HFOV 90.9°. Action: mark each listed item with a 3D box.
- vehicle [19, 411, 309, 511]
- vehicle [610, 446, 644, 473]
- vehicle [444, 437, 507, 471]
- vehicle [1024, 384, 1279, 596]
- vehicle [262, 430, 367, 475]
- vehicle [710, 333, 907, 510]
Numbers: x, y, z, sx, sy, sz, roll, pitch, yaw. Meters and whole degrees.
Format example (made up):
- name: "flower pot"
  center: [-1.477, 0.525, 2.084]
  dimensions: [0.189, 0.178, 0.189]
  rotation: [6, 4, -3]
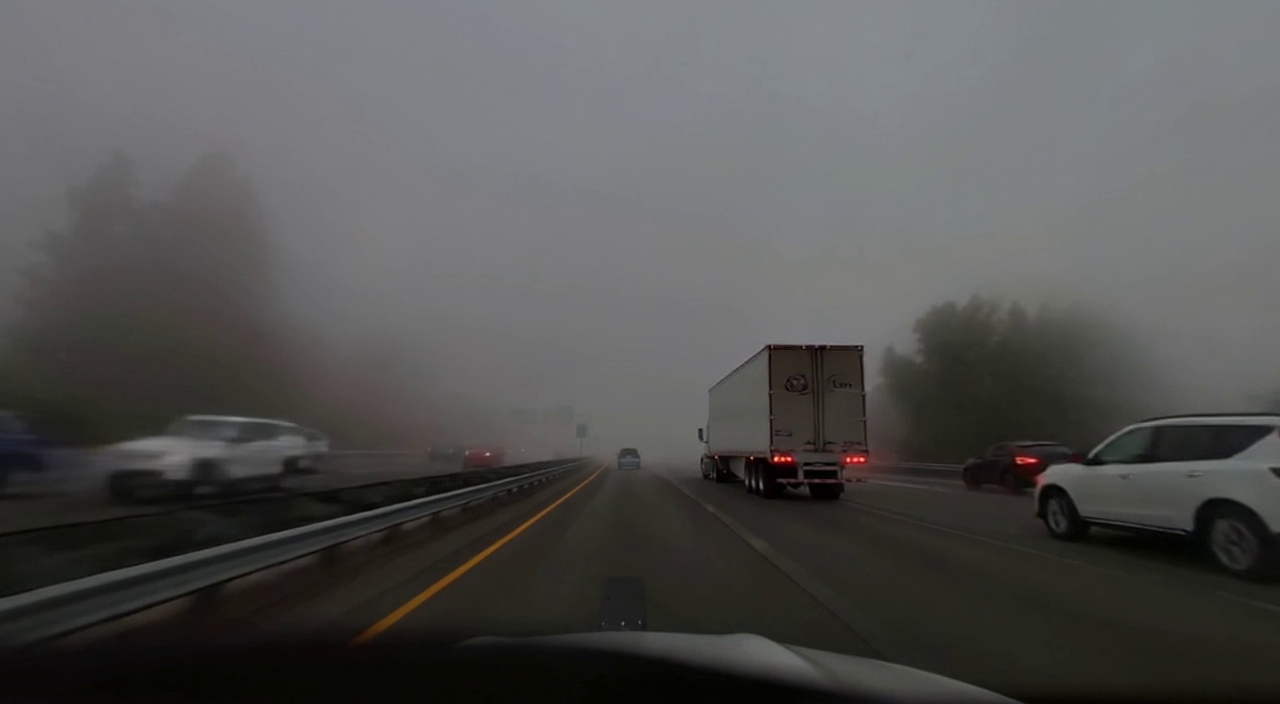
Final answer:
- name: "vehicle"
  center: [-8.412, 2.001, 11.848]
  dimensions: [1.952, 1.500, 4.487]
  rotation: [0, -9, 0]
- name: "vehicle"
  center: [-0.827, 6.900, 40.509]
  dimensions: [2.111, 1.599, 3.859]
  rotation: [0, -9, -1]
- name: "vehicle"
  center: [-8.085, 5.072, 31.442]
  dimensions: [1.839, 1.512, 4.771]
  rotation: [0, -9, 1]
- name: "vehicle"
  center: [6.808, 1.417, 6.795]
  dimensions: [2.128, 1.872, 5.043]
  rotation: [0, -9, 0]
- name: "vehicle"
  center: [-11.666, 3.636, 22.851]
  dimensions: [1.858, 1.489, 3.611]
  rotation: [0, -9, 0]
- name: "vehicle"
  center: [4.552, 2.627, 21.276]
  dimensions: [2.890, 4.006, 14.039]
  rotation: [0, -9, 0]
